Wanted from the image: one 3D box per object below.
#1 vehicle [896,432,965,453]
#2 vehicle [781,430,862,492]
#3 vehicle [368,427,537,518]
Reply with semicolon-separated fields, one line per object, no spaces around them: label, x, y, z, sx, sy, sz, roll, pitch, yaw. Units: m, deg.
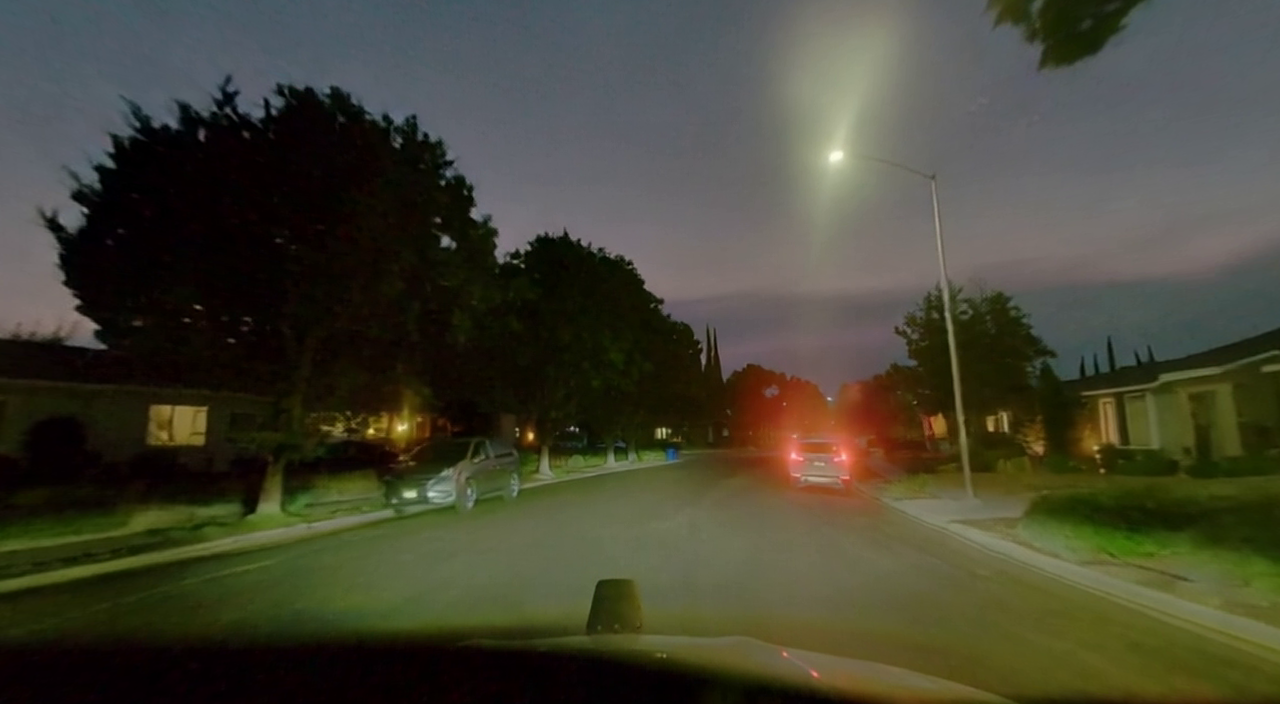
vehicle;22.535;7.043;49.180;4.554;1.521;1.937;-3;-9;17
vehicle;5.448;3.304;19.537;2.075;1.657;4.648;-2;-9;13
vehicle;-4.171;2.727;15.012;2.041;1.762;4.508;-3;-8;10
